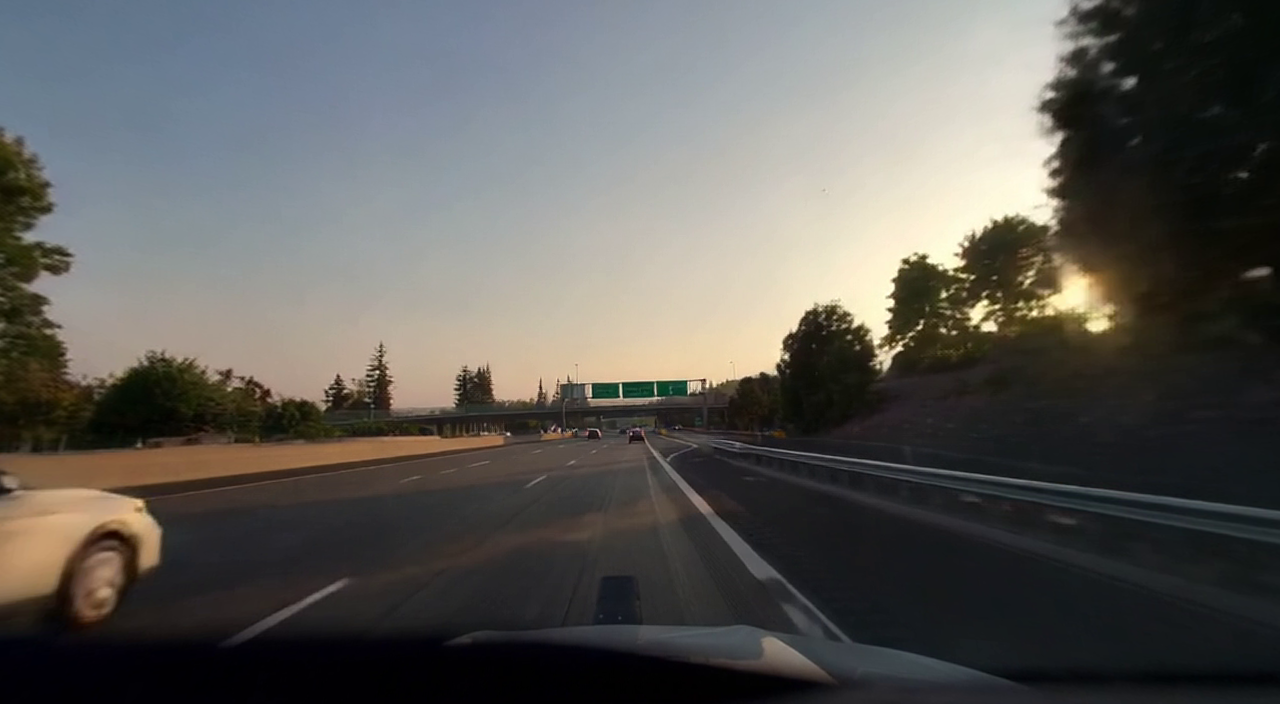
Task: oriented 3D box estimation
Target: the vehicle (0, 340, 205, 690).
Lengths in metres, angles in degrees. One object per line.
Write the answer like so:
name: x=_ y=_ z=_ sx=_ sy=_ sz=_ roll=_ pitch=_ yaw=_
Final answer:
vehicle: x=-4.255 y=0.685 z=2.153 sx=2.153 sy=1.730 sz=4.772 roll=0 pitch=-8 yaw=-1
